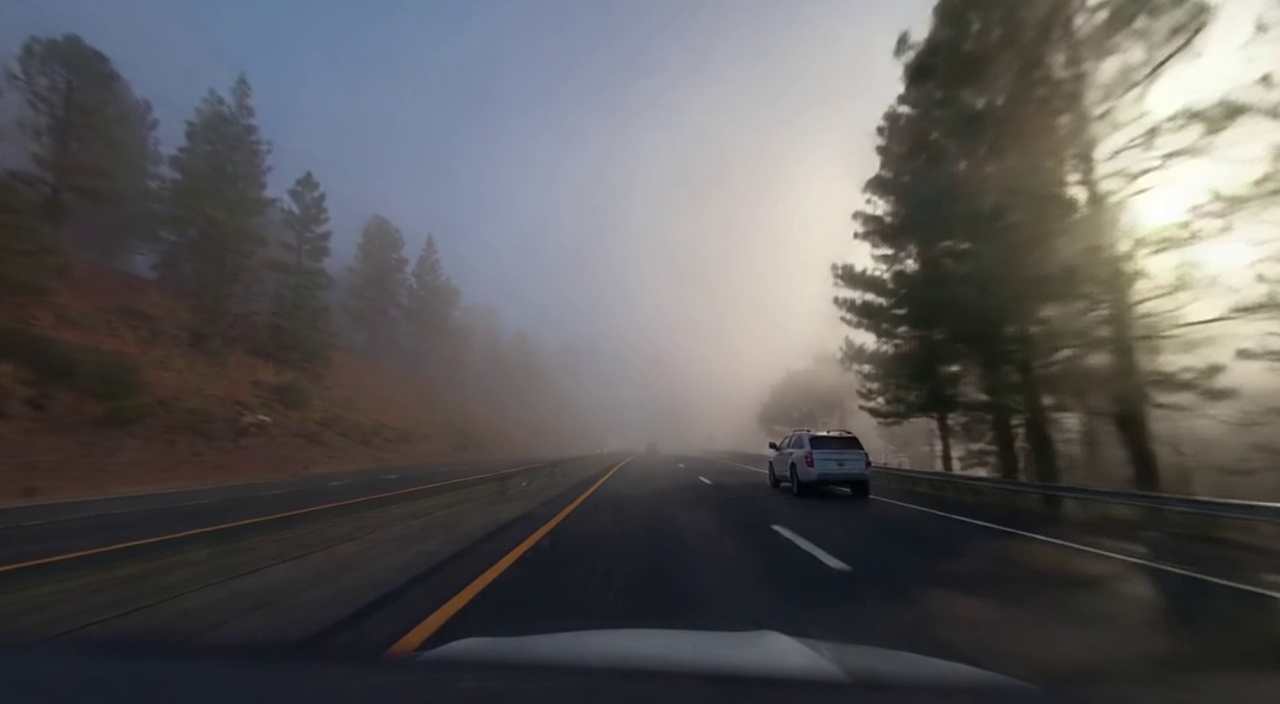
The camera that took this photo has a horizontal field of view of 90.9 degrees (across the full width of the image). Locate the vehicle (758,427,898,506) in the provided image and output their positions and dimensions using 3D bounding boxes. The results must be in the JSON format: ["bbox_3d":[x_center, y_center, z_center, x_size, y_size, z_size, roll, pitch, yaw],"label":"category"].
[{"bbox_3d":[4.569,2.853,16.260,2.098,1.703,4.862,0,-8,0],"label":"vehicle"}]
